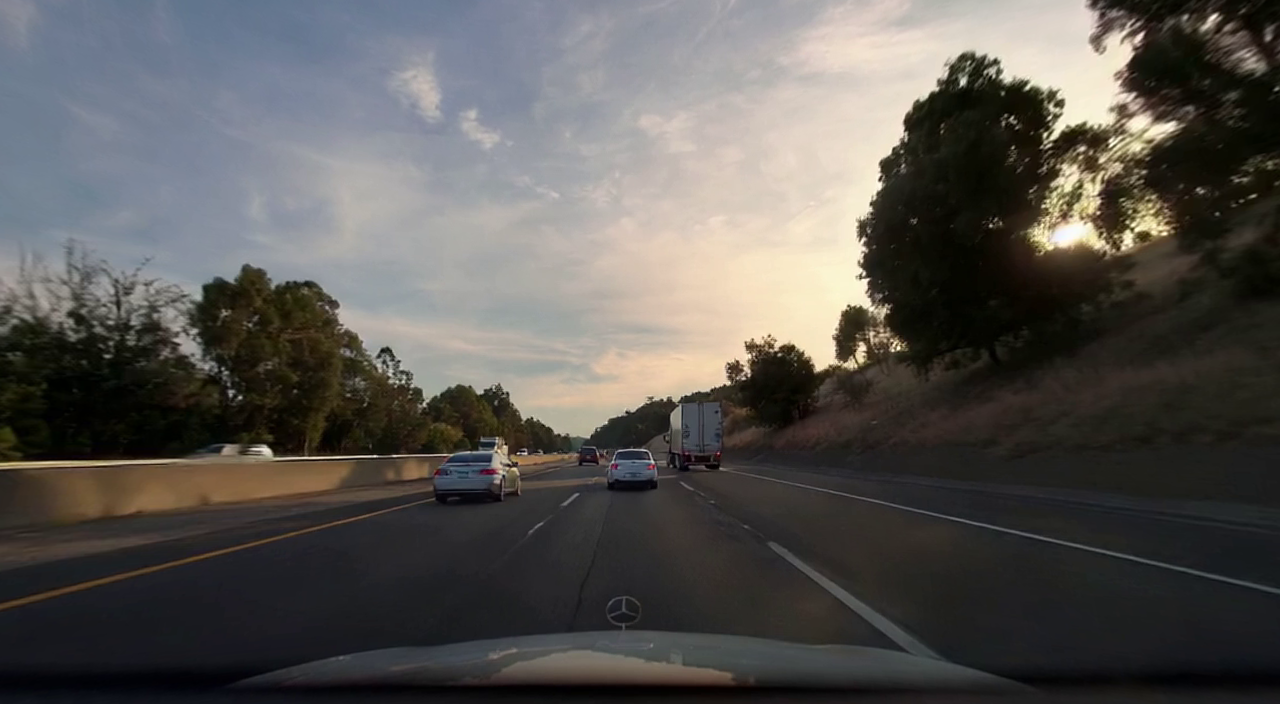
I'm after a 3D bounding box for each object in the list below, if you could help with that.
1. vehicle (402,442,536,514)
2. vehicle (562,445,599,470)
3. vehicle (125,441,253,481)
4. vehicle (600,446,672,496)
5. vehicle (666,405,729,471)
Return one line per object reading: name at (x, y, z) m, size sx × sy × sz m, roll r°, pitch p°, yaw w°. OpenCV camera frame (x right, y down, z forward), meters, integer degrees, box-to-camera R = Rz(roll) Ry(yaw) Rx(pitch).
vehicle at (-3.889, 2.949, 15.224) m, size 2.017 × 1.460 × 4.382 m, roll 0°, pitch -9°, yaw 0°
vehicle at (-4.137, 7.452, 44.639) m, size 2.232 × 1.688 × 4.844 m, roll 0°, pitch -9°, yaw -1°
vehicle at (-18.562, 4.498, 26.272) m, size 1.923 × 1.500 × 4.769 m, roll 0°, pitch -9°, yaw -2°
vehicle at (-0.155, 3.695, 19.899) m, size 2.023 × 1.400 × 4.028 m, roll 0°, pitch -9°, yaw -1°
vehicle at (3.858, 6.465, 46.535) m, size 2.905 × 4.109 × 14.332 m, roll 0°, pitch -9°, yaw -2°
